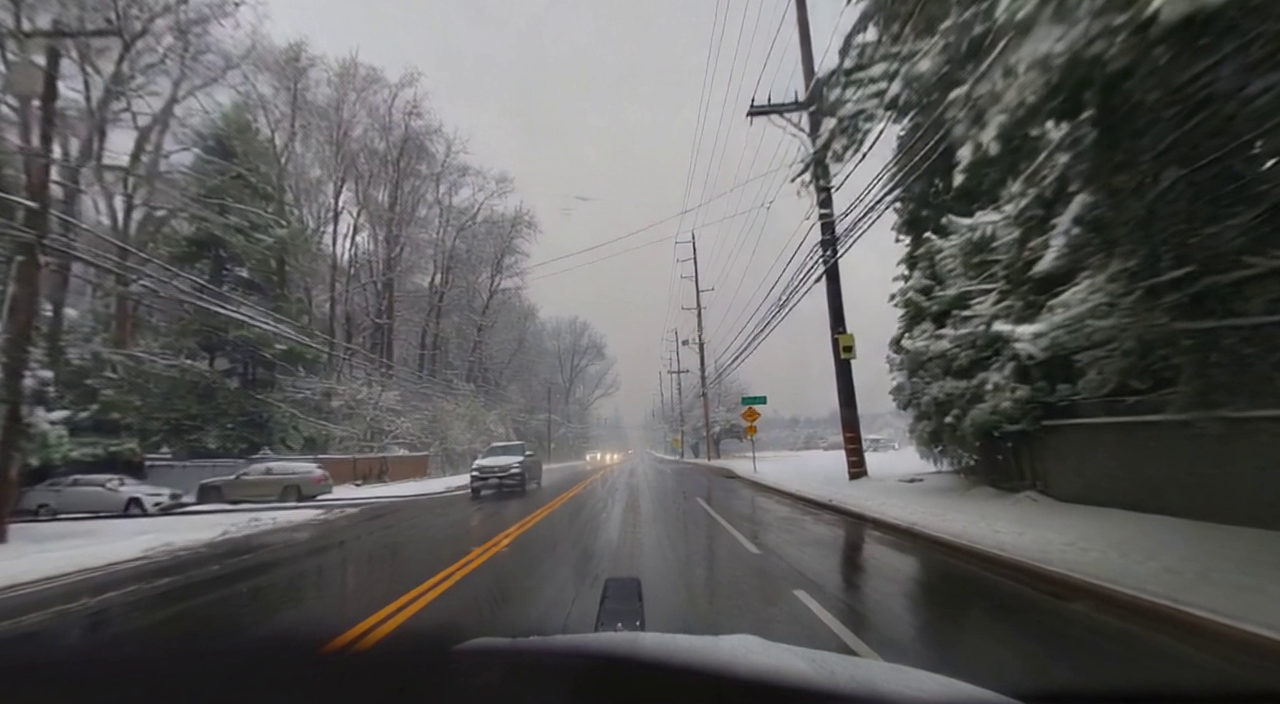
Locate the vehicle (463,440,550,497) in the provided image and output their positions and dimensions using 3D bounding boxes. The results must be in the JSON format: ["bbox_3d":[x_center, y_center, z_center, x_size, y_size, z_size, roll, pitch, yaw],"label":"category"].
[{"bbox_3d":[-4.399,3.914,21.555,2.008,1.730,4.243,-1,-9,0],"label":"vehicle"}]

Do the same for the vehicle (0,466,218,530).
[{"bbox_3d":[-15.572,4.258,18.689,4.641,1.636,1.983,0,-9,-5],"label":"vehicle"}]

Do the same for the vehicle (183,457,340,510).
[{"bbox_3d":[-14.204,4.929,23.883,4.653,1.842,1.992,-1,-9,4],"label":"vehicle"}]
